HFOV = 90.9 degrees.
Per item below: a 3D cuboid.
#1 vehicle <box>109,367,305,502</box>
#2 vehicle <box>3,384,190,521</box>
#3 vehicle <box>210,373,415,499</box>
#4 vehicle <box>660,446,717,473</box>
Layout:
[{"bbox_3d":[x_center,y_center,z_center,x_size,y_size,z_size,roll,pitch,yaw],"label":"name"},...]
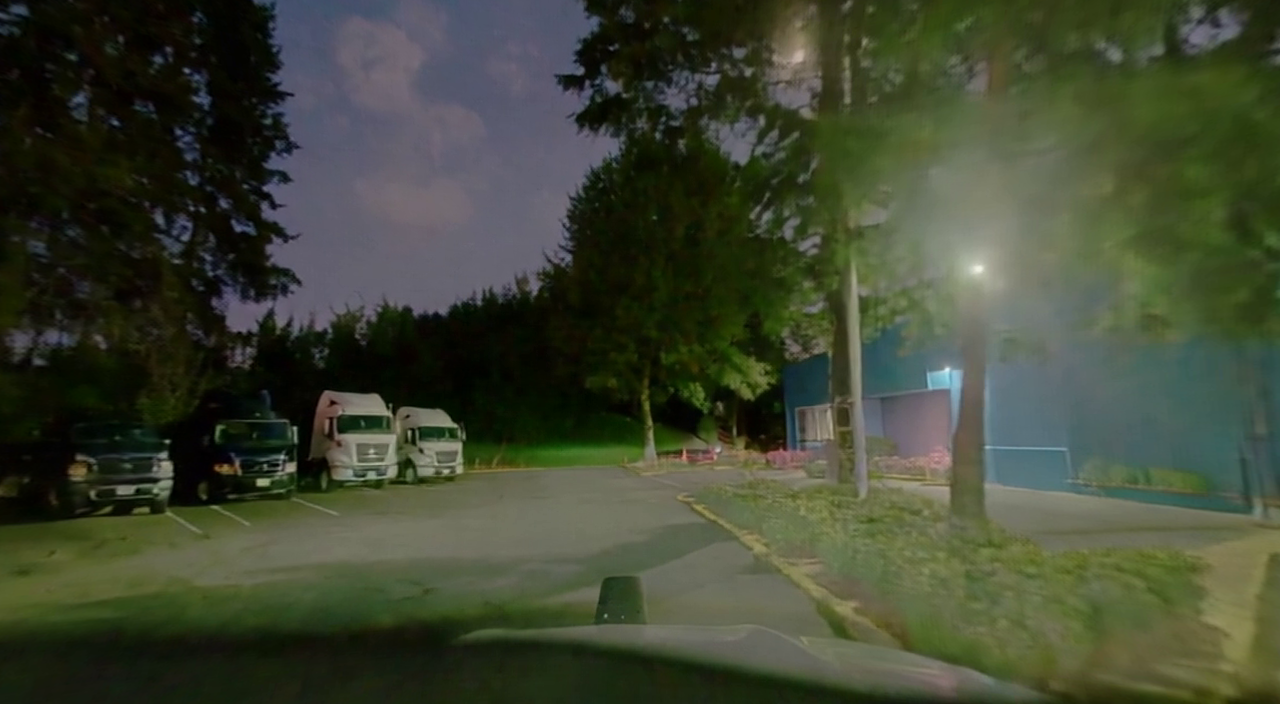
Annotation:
[{"bbox_3d":[-16.235,3.124,23.064,11.512,3.871,3.038,-8,-12,42],"label":"vehicle"},{"bbox_3d":[-15.395,2.783,17.606,7.819,3.007,2.674,-8,-12,41],"label":"vehicle"},{"bbox_3d":[-13.628,3.487,25.443,11.906,4.069,2.948,-8,-12,41],"label":"vehicle"},{"bbox_3d":[2.988,6.503,38.248,1.809,1.506,3.473,-7,-11,37],"label":"vehicle"}]
